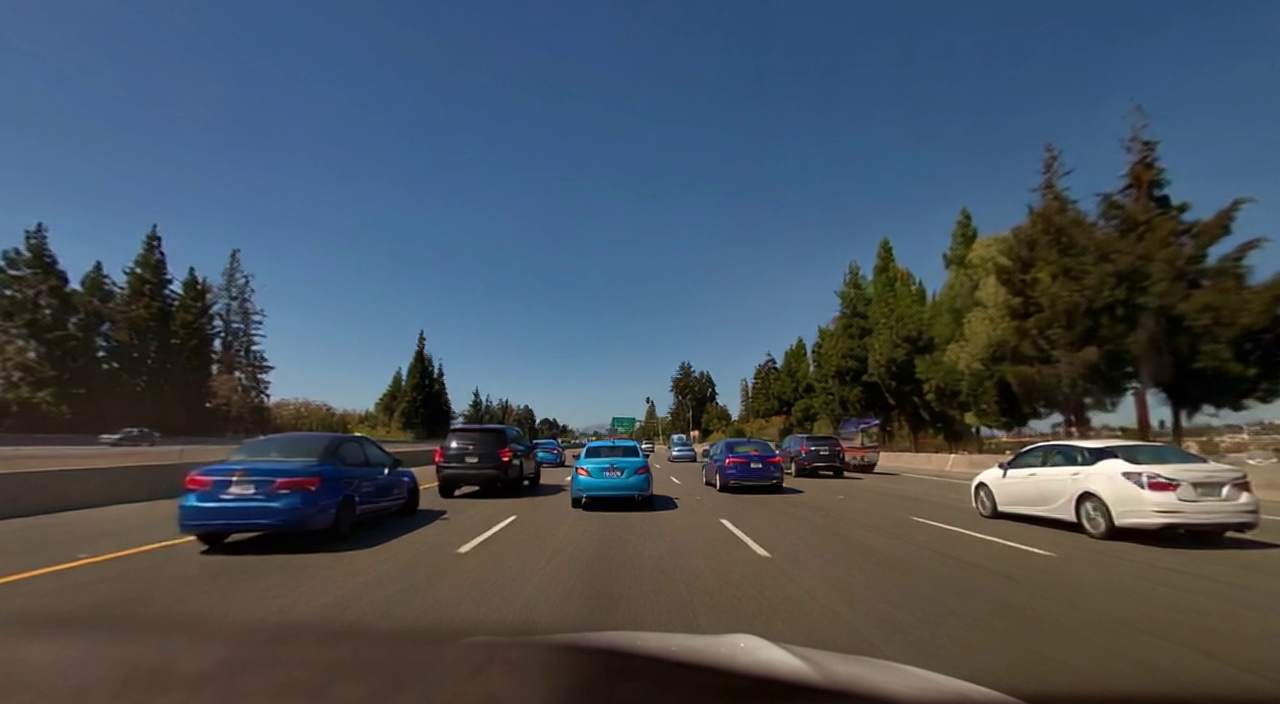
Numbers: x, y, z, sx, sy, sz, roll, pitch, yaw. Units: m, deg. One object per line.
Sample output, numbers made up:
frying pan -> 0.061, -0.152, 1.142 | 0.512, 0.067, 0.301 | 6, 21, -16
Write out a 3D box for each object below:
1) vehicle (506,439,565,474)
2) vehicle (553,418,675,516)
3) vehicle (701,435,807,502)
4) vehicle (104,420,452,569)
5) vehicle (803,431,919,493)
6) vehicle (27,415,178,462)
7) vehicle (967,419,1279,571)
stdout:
vehicle -> -4.983, 5.088, 30.837 | 2.071, 1.537, 4.912 | 0, -9, 0
vehicle -> -0.475, 2.362, 13.334 | 2.181, 1.728, 3.970 | 0, -9, 0
vehicle -> 2.855, 3.045, 16.820 | 1.975, 1.532, 4.227 | 1, -9, -1
vehicle -> -4.504, 1.851, 9.072 | 1.971, 1.505, 5.035 | 0, -9, 1
vehicle -> 6.851, 3.458, 20.132 | 2.022, 1.735, 4.400 | 1, -9, -1
vehicle -> -22.832, 3.738, 27.092 | 2.132, 1.811, 4.901 | 0, -9, -1
vehicle -> 7.196, 1.931, 9.293 | 2.106, 1.641, 4.671 | 1, -9, -2
